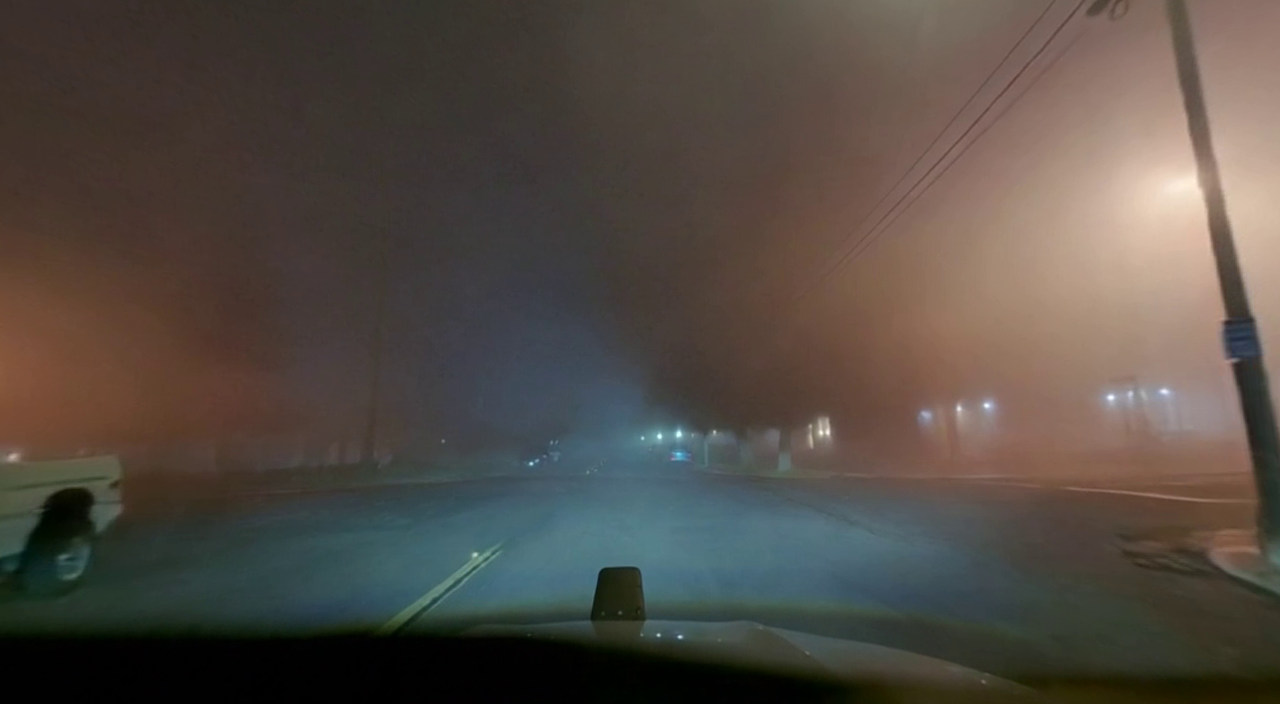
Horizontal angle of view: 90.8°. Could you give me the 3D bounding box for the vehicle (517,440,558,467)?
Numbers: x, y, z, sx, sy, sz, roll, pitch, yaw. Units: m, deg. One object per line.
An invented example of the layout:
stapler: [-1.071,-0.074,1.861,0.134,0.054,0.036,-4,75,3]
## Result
vehicle: [-7.697,7.701,47.912,2.266,1.877,5.167,-1,-9,0]

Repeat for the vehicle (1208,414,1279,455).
vehicle: [29.657,3.815,29.307,1.923,1.805,4.876,-1,-6,-1]

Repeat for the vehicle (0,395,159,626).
vehicle: [-6.142,1.255,4.663,2.087,1.835,4.445,-1,-7,-7]

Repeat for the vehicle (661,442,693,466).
vehicle: [2.628,7.295,45.482,1.896,1.602,4.571,0,-8,-1]
